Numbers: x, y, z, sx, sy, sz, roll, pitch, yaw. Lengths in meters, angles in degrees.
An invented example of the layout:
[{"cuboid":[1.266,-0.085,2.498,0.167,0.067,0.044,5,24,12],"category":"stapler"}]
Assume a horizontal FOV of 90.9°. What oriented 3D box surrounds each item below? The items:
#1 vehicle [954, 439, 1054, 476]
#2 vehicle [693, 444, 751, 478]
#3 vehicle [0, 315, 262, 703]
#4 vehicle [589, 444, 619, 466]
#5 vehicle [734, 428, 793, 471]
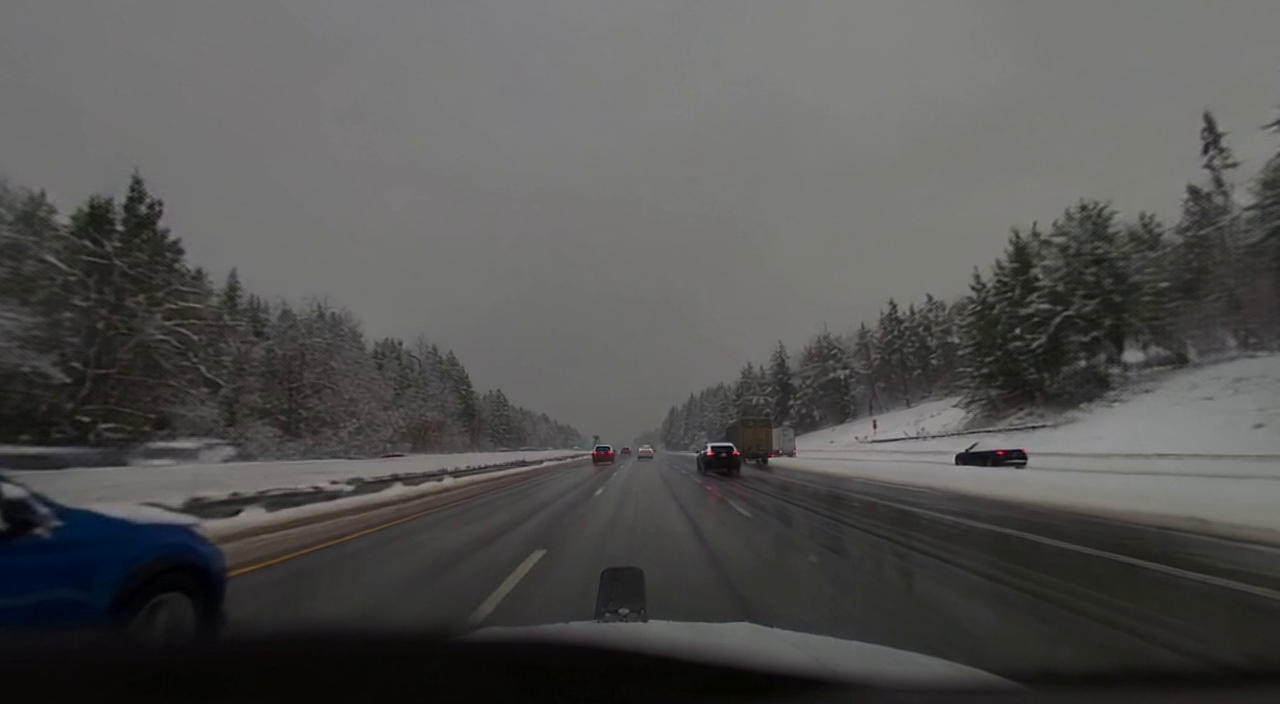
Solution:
[{"cuboid":[21.312,6.182,37.344,2.221,1.995,5.803,0,-9,-3],"category":"vehicle"},{"cuboid":[3.860,5.217,30.389,2.080,1.493,4.674,0,-9,-1],"category":"vehicle"},{"cuboid":[-3.440,0.587,1.112,2.218,1.764,5.229,0,-9,1],"category":"vehicle"},{"cuboid":[-2.730,8.011,49.124,2.060,1.587,4.093,0,-9,1],"category":"vehicle"},{"cuboid":[8.111,6.498,42.059,2.729,2.628,4.875,0,-9,-2],"category":"vehicle"}]
